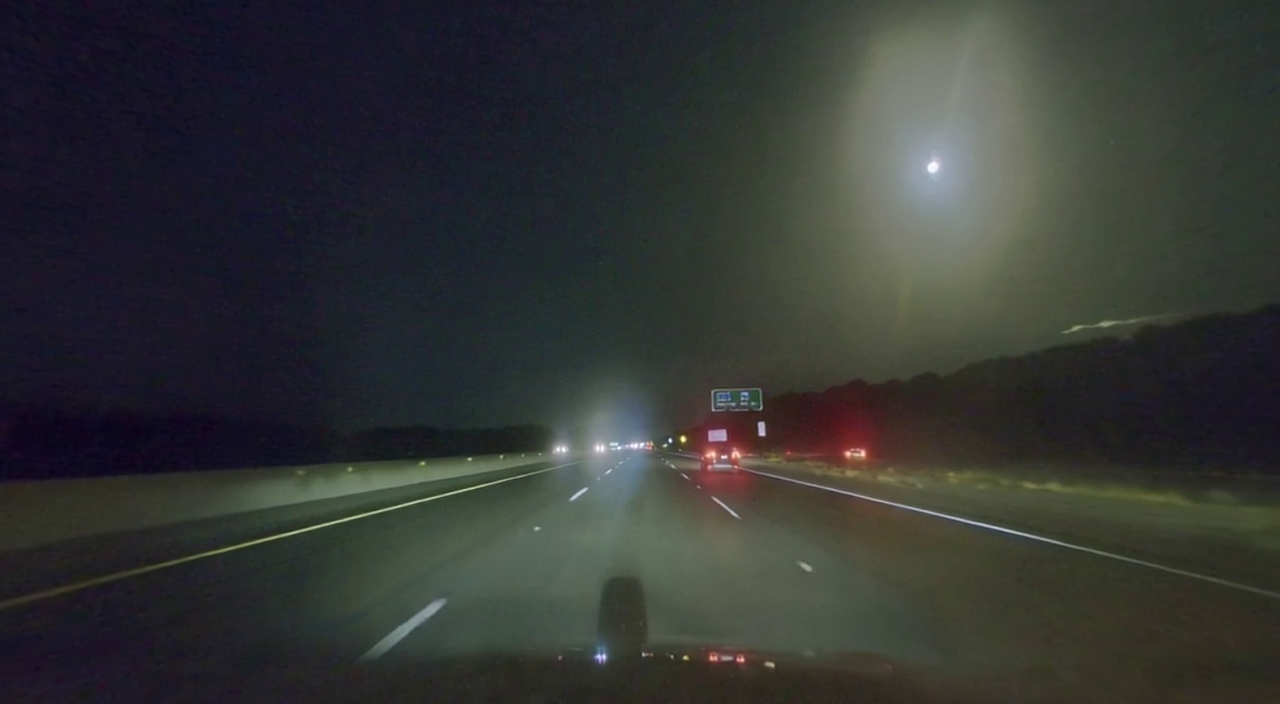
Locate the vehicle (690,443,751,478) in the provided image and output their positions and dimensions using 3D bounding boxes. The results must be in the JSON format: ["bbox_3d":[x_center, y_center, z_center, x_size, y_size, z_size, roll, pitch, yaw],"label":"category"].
[{"bbox_3d":[3.613,4.963,29.094,2.193,1.462,4.533,0,-8,-1],"label":"vehicle"}]
